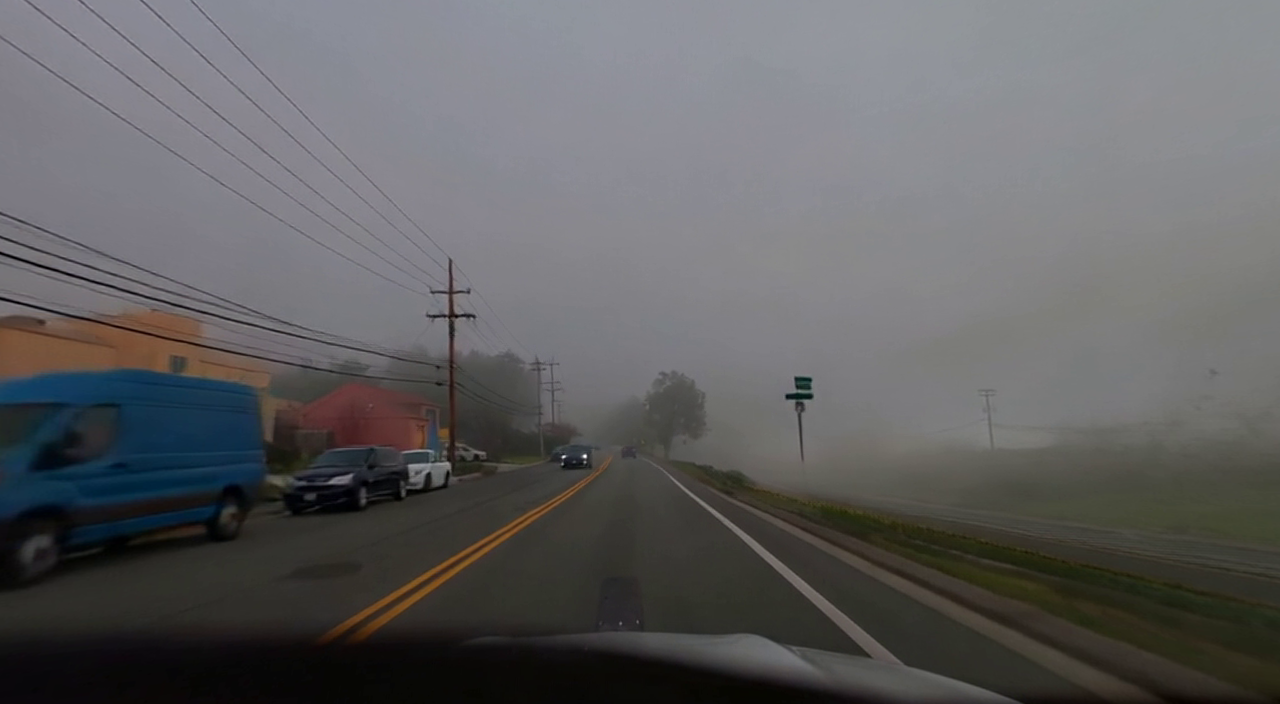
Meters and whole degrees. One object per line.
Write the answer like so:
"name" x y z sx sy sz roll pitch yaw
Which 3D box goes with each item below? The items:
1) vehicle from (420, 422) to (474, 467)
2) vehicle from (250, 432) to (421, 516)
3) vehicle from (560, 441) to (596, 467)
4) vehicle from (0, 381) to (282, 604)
"vehicle" -12.040 5.845 39.896 2.451 2.641 5.869 1 -9 -9
"vehicle" -7.276 2.984 15.736 1.920 1.681 4.490 3 -10 0
"vehicle" -4.234 7.085 44.036 2.103 1.690 4.508 0 -9 -1
"vehicle" -7.387 1.676 8.227 2.335 2.136 5.328 0 -8 -1
